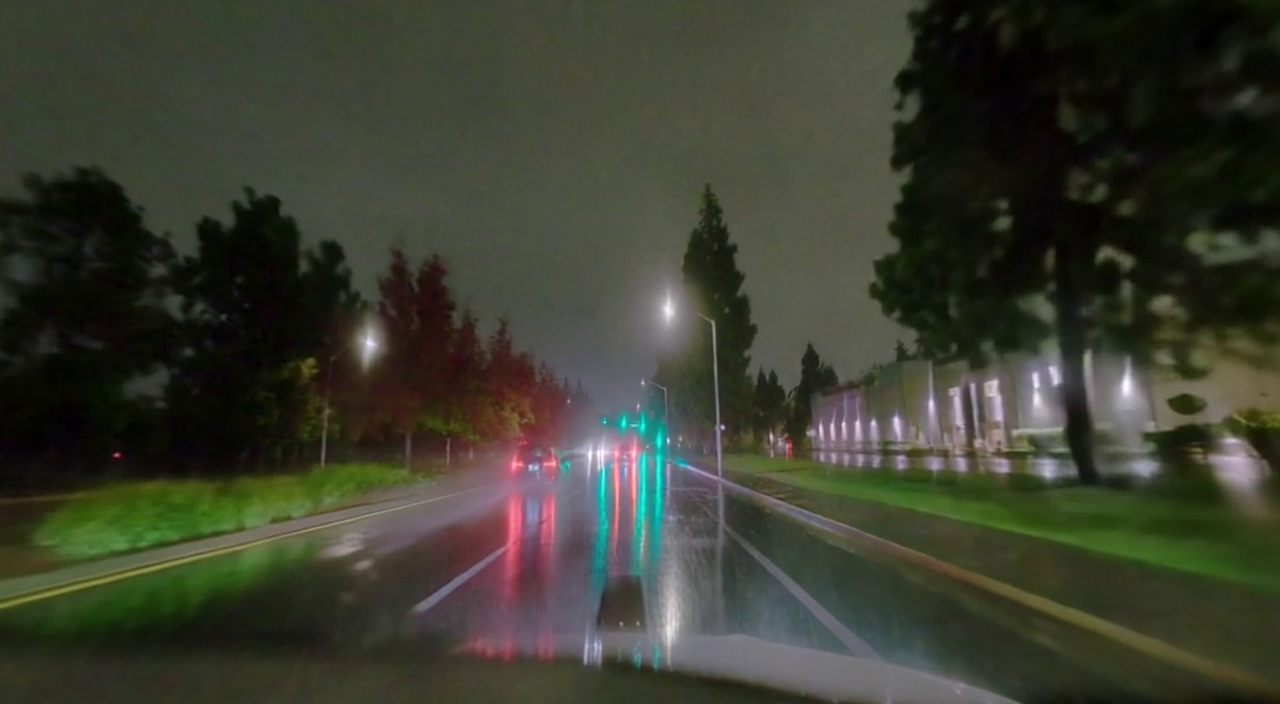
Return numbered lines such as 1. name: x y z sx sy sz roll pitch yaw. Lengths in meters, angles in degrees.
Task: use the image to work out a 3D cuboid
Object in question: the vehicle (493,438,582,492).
1. vehicle: -3.402 3.888 22.109 2.202 1.685 4.772 0 -9 1
